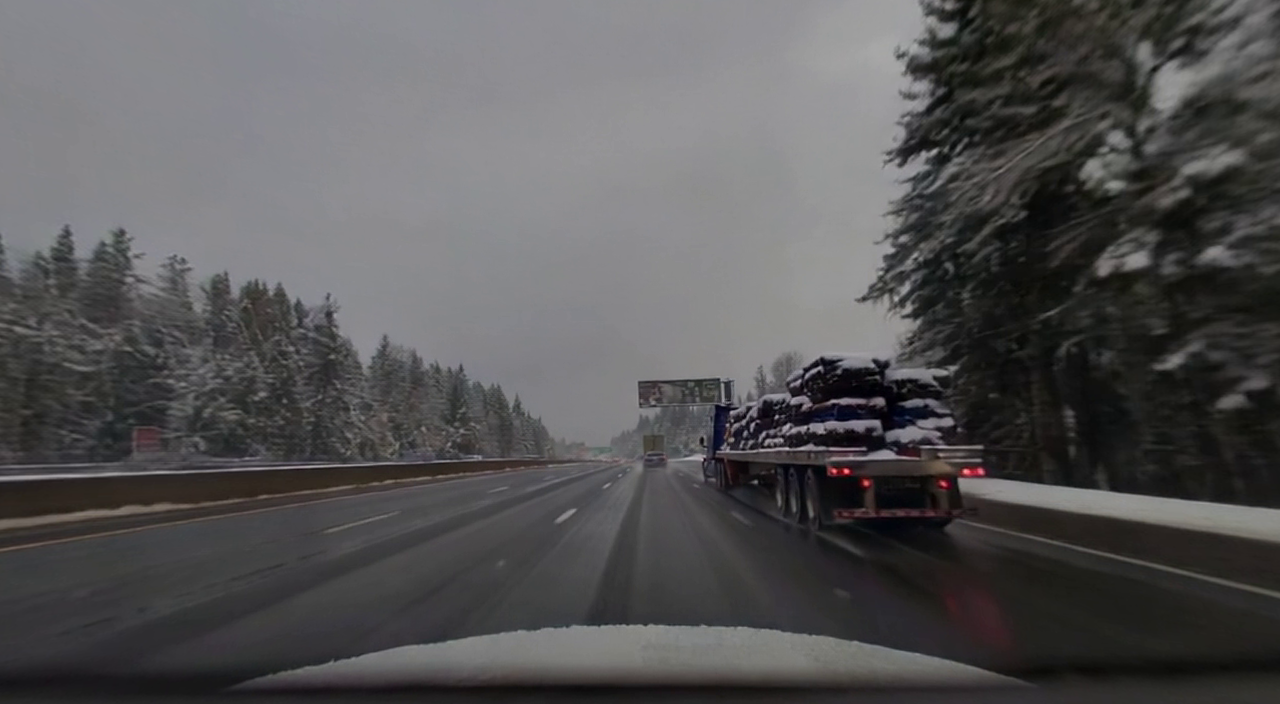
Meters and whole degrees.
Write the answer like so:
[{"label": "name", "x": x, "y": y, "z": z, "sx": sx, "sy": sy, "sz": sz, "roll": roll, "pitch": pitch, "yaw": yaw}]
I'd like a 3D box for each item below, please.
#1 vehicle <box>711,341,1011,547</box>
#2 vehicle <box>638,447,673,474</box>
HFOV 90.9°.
[{"label": "vehicle", "x": 4.437, "y": 2.771, "z": 19.118, "sx": 2.917, "sy": 3.179, "sz": 18.723, "roll": 0, "pitch": -8, "yaw": 1}, {"label": "vehicle", "x": 0.946, "y": 6.693, "z": 39.051, "sx": 2.042, "sy": 1.528, "sz": 4.300, "roll": 0, "pitch": -8, "yaw": 0}]
